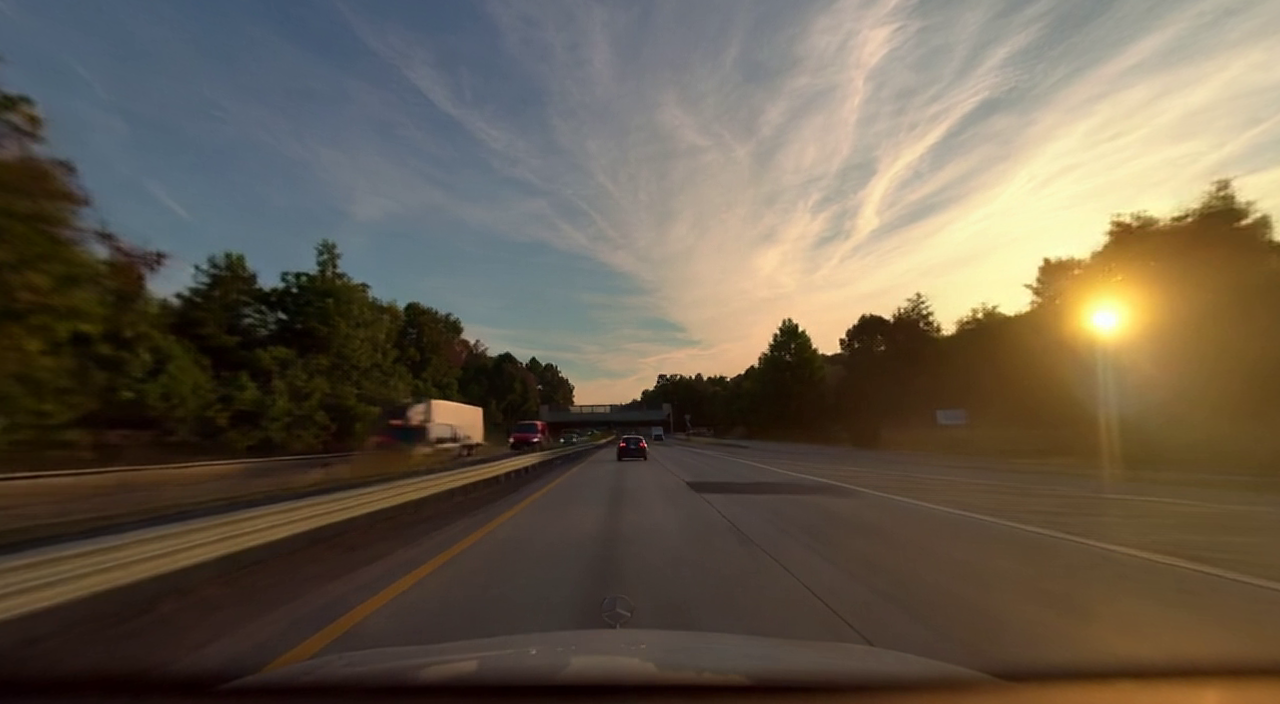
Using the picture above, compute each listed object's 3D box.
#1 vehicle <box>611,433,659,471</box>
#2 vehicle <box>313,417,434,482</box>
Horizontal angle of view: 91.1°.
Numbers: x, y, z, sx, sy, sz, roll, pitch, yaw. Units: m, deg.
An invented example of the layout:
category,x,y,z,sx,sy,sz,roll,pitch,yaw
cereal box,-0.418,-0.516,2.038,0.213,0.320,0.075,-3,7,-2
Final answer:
category,x,y,z,sx,sy,sz,roll,pitch,yaw
vehicle,-0.252,4.152,26.481,1.897,1.479,3.724,0,-8,-2
vehicle,-9.341,3.450,22.637,2.141,2.026,5.060,0,-8,0
